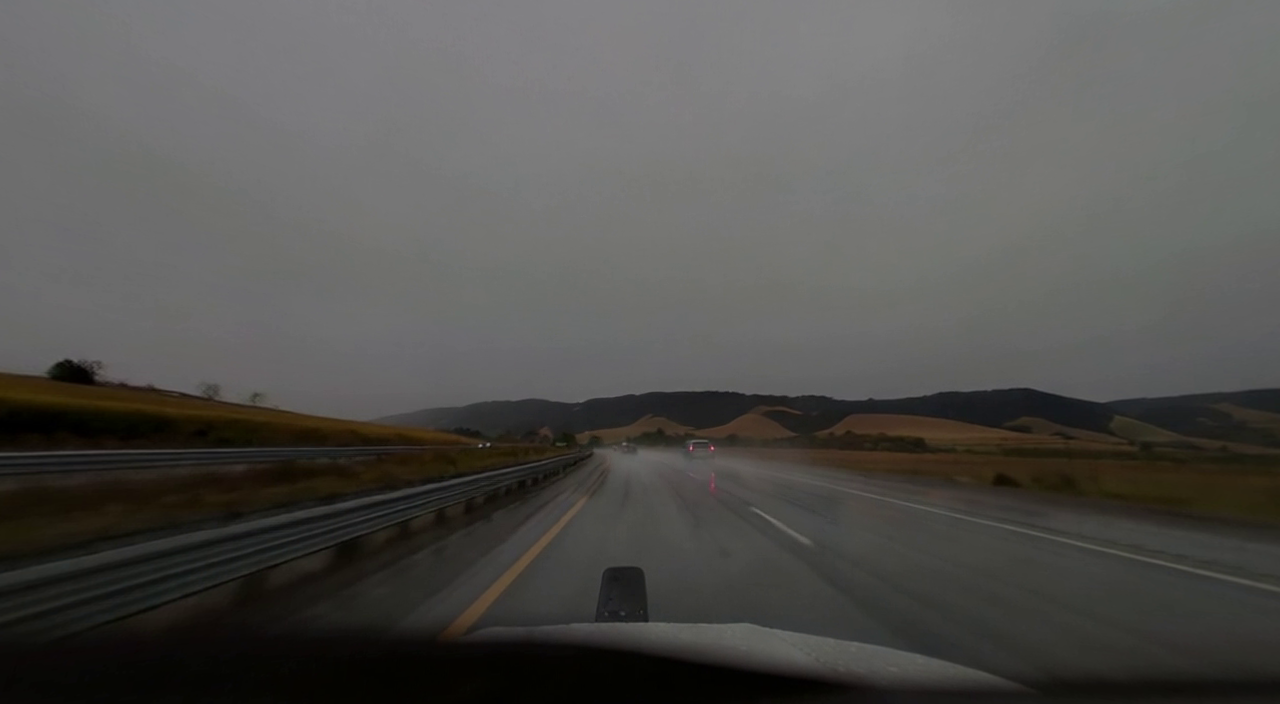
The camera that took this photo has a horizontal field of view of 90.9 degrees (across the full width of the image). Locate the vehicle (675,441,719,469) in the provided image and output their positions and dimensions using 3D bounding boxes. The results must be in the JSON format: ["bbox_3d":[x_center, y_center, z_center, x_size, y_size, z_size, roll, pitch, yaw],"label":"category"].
[{"bbox_3d":[3.341,6.161,37.962,1.960,1.516,4.657,0,-8,-3],"label":"vehicle"}]
